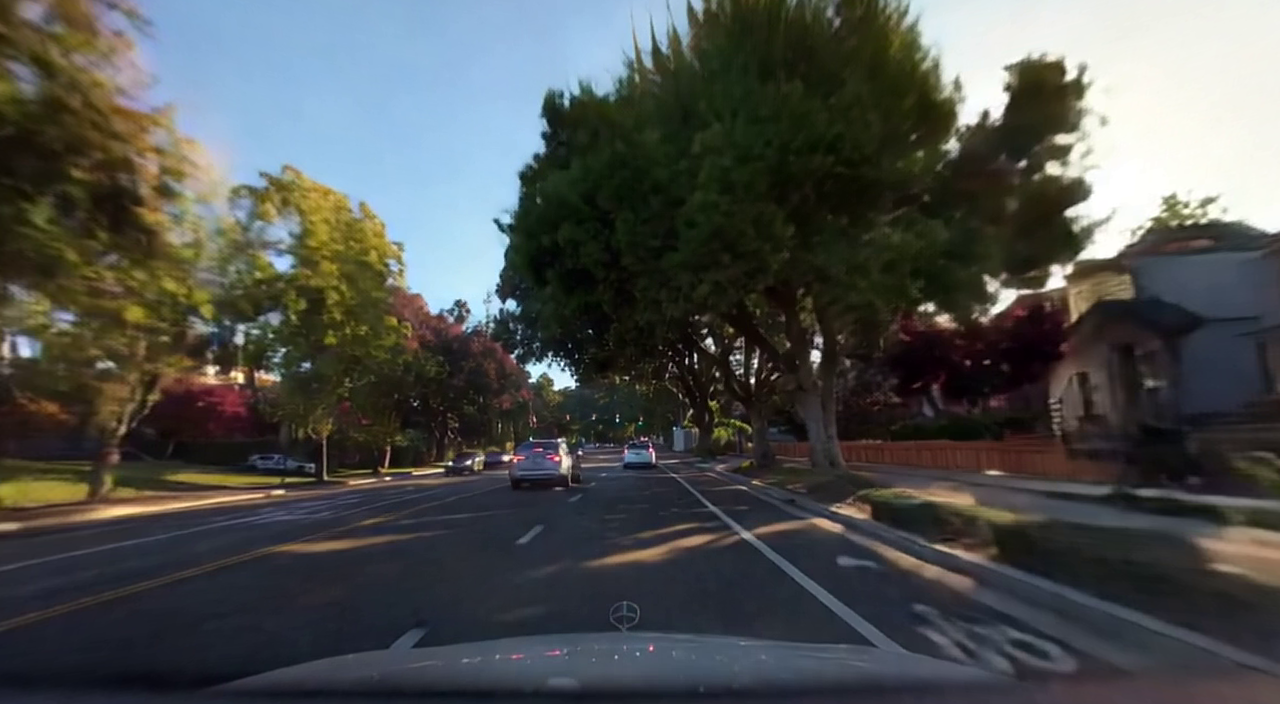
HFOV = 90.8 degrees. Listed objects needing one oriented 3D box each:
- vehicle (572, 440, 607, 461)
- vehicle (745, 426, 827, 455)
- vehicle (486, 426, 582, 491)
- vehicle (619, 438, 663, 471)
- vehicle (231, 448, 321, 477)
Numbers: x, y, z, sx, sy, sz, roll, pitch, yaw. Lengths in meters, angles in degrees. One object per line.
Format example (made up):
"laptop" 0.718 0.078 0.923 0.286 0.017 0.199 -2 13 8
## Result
"vehicle" -3.769 7.491 48.078 2.268 1.522 4.350 0 -8 0
"vehicle" 11.068 6.740 48.212 5.552 2.070 2.533 0 -8 -4
"vehicle" -3.138 3.288 19.746 2.157 1.771 4.452 0 -8 1
"vehicle" 0.003 5.106 31.702 2.062 1.518 3.901 0 -8 -1
"vehicle" -22.287 6.747 38.774 4.203 1.693 2.072 0 -8 1
